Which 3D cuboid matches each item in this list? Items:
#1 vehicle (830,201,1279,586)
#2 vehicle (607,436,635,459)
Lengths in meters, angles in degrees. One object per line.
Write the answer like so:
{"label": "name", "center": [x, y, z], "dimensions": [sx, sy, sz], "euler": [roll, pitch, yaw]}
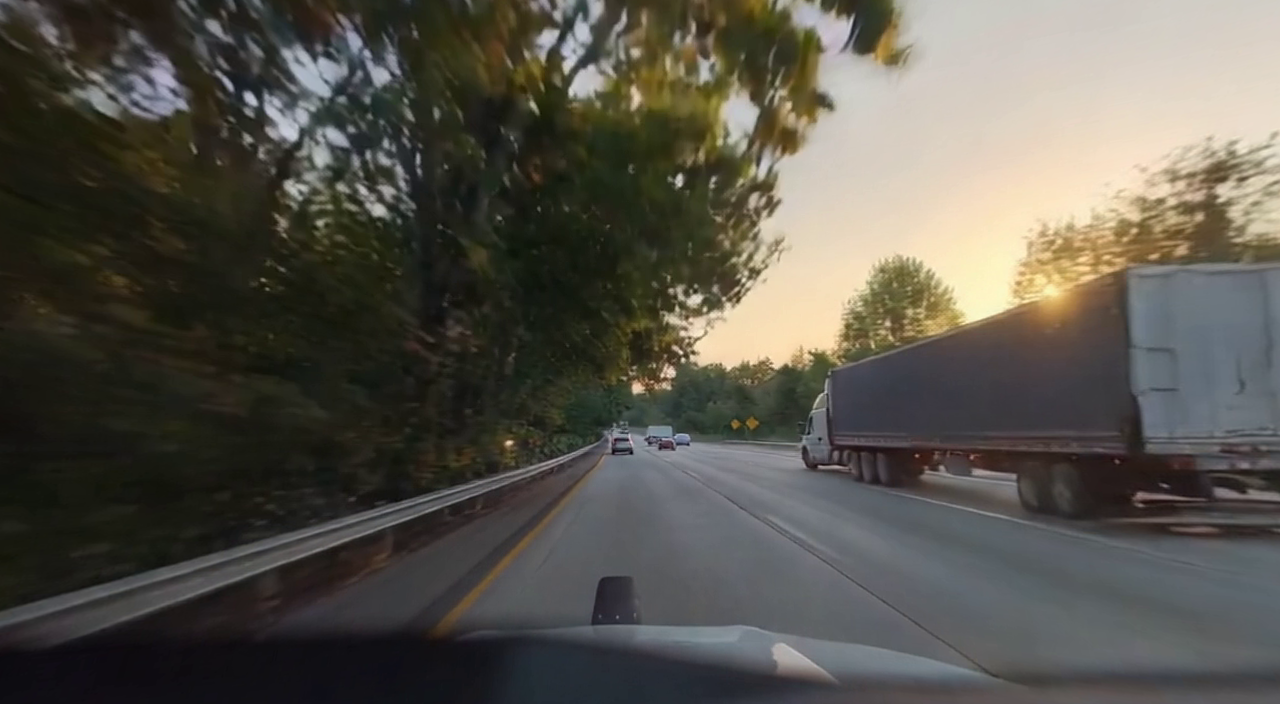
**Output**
{"label": "vehicle", "center": [7.910, 1.307, 13.738], "dimensions": [2.888, 4.093, 14.227], "euler": [0, -8, -1]}
{"label": "vehicle", "center": [-1.528, 7.371, 48.912], "dimensions": [2.088, 1.671, 4.068], "euler": [0, -8, -3]}
